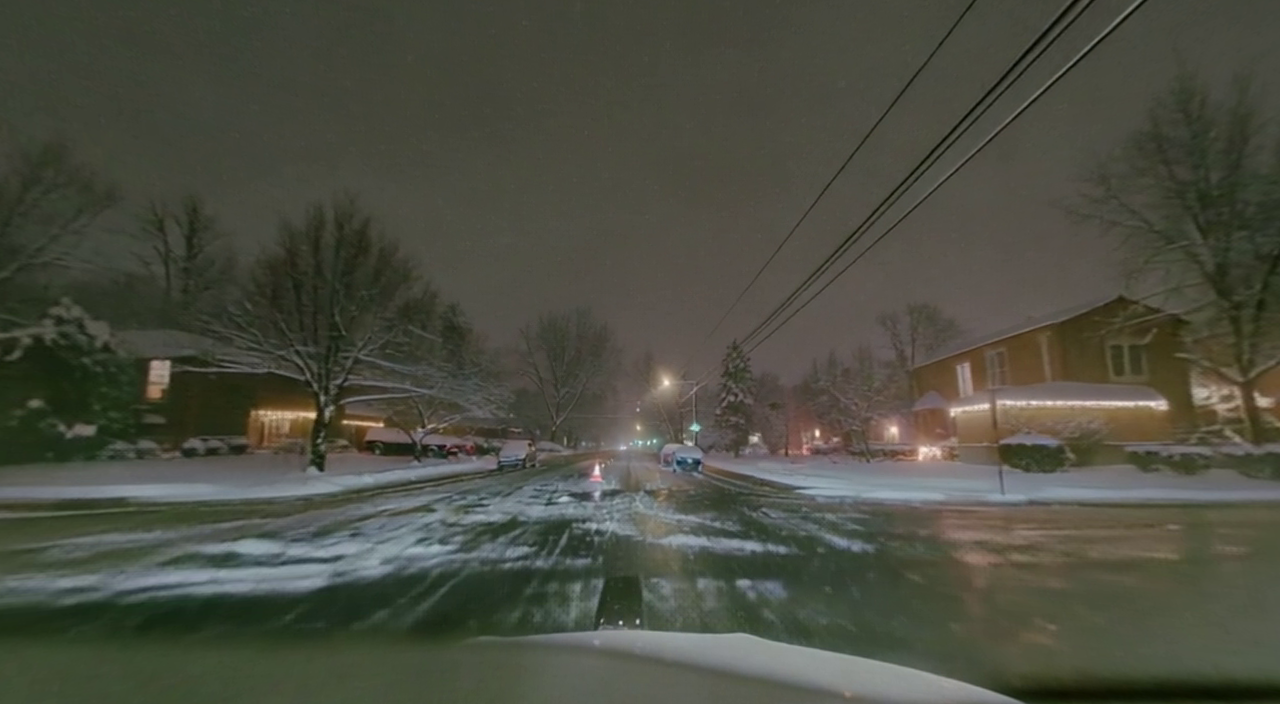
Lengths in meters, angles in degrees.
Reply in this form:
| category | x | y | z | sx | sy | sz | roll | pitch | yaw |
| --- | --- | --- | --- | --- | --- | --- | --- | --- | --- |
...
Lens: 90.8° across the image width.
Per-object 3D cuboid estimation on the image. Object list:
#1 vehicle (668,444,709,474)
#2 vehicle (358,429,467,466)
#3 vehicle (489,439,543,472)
| category | x | y | z | sx | sy | sz | roll | pitch | yaw |
| --- | --- | --- | --- | --- | --- | --- | --- | --- | --- |
| vehicle | 2.749 | 6.135 | 36.617 | 1.896 | 1.602 | 4.571 | 0 | -8 | -1 |
| vehicle | -15.689 | 6.613 | 43.881 | 6.526 | 2.046 | 2.522 | 4 | -8 | -2 |
| vehicle | -7.580 | 6.370 | 39.074 | 2.266 | 1.877 | 5.167 | 0 | -9 | 0 |
